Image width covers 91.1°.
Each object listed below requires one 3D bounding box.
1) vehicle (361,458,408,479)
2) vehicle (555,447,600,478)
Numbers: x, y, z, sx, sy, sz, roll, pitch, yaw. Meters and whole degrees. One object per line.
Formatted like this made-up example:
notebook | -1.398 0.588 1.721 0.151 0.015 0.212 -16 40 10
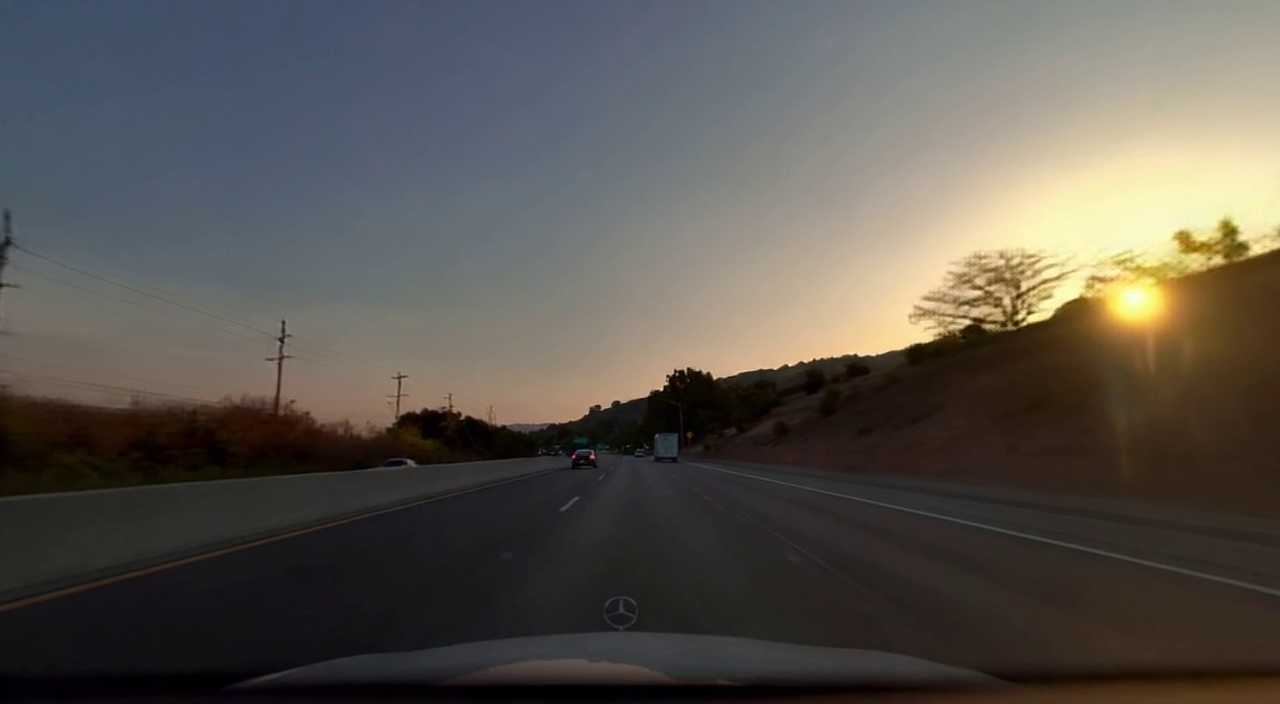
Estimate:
vehicle | -20.074 9.126 49.544 1.831 1.465 4.565 0 -9 -1
vehicle | -3.324 5.968 34.248 2.100 1.525 4.179 0 -9 0
